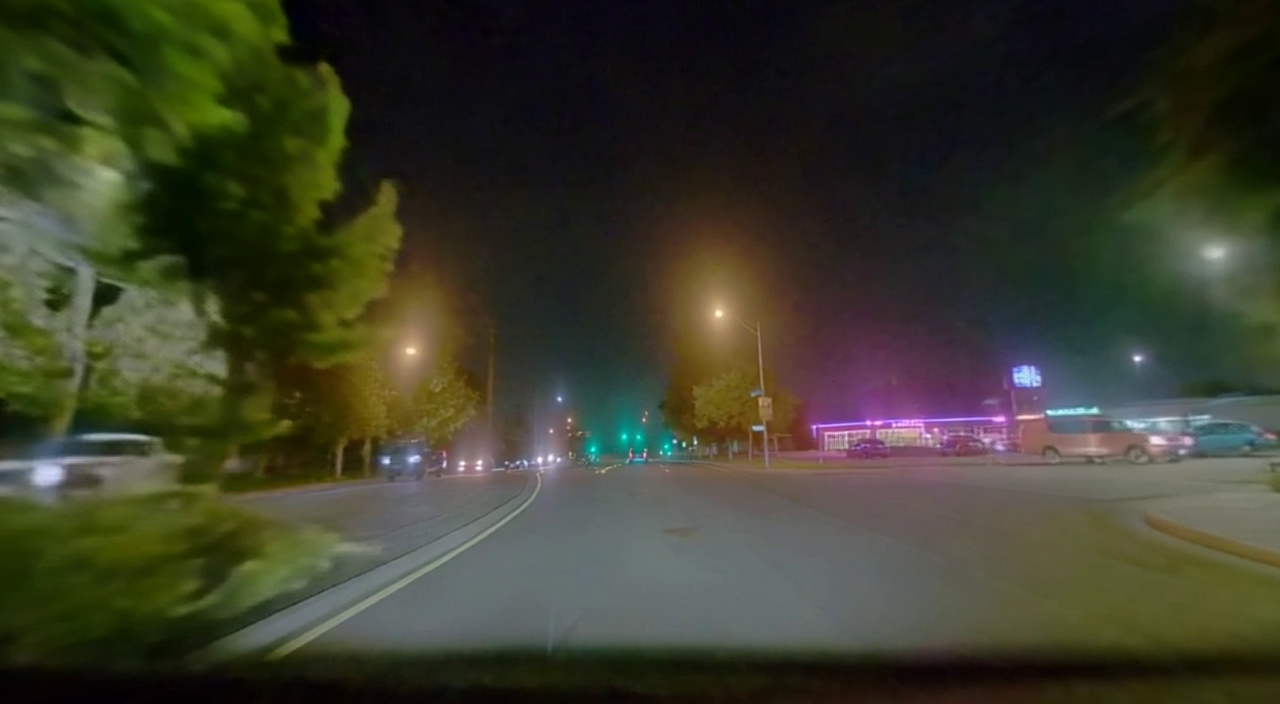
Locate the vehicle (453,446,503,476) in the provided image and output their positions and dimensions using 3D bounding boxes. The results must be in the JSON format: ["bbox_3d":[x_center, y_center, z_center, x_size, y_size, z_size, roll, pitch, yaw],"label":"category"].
[{"bbox_3d":[-10.693,7.216,42.016,2.000,1.817,4.624,0,-9,1],"label":"vehicle"}]

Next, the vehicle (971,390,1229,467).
[{"bbox_3d":[19.022,3.258,26.493,8.462,3.012,2.906,0,-9,-1],"label":"vehicle"}]

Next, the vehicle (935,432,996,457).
[{"bbox_3d":[24.246,6.981,47.201,1.996,1.723,4.576,0,-10,-1],"label":"vehicle"}]

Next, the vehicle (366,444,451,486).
[{"bbox_3d":[-10.686,5.248,29.544,2.189,1.747,4.651,0,-9,0],"label":"vehicle"}]

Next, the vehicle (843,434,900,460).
[{"bbox_3d":[16.992,7.074,46.544,2.021,1.753,4.941,-1,-9,-4],"label":"vehicle"}]

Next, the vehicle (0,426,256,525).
[{"bbox_3d":[-11.861,2.686,14.429,2.471,1.783,5.903,0,-9,-1],"label":"vehicle"}]
